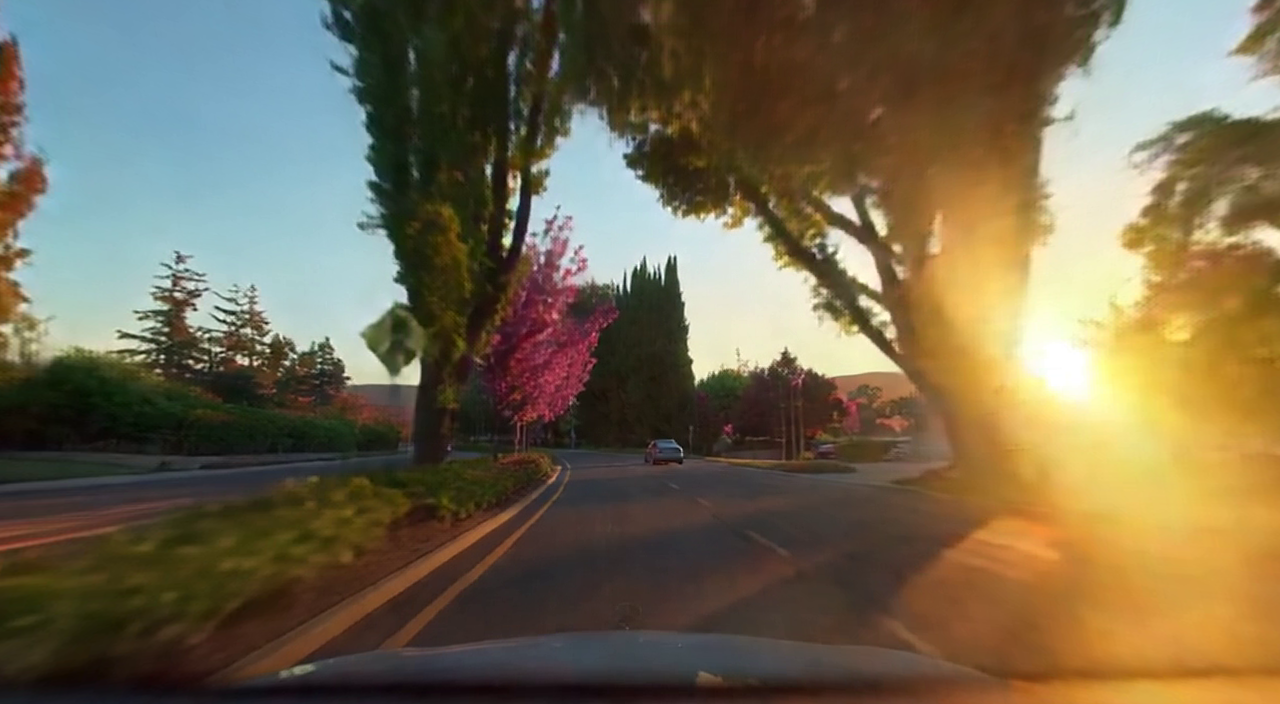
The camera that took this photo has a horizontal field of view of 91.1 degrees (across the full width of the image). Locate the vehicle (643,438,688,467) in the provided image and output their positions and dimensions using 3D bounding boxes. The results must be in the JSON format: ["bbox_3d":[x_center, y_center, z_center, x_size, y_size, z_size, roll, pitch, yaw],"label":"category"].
[{"bbox_3d":[1.614,6.726,42.013,2.166,1.828,4.607,1,-9,-8],"label":"vehicle"}]
